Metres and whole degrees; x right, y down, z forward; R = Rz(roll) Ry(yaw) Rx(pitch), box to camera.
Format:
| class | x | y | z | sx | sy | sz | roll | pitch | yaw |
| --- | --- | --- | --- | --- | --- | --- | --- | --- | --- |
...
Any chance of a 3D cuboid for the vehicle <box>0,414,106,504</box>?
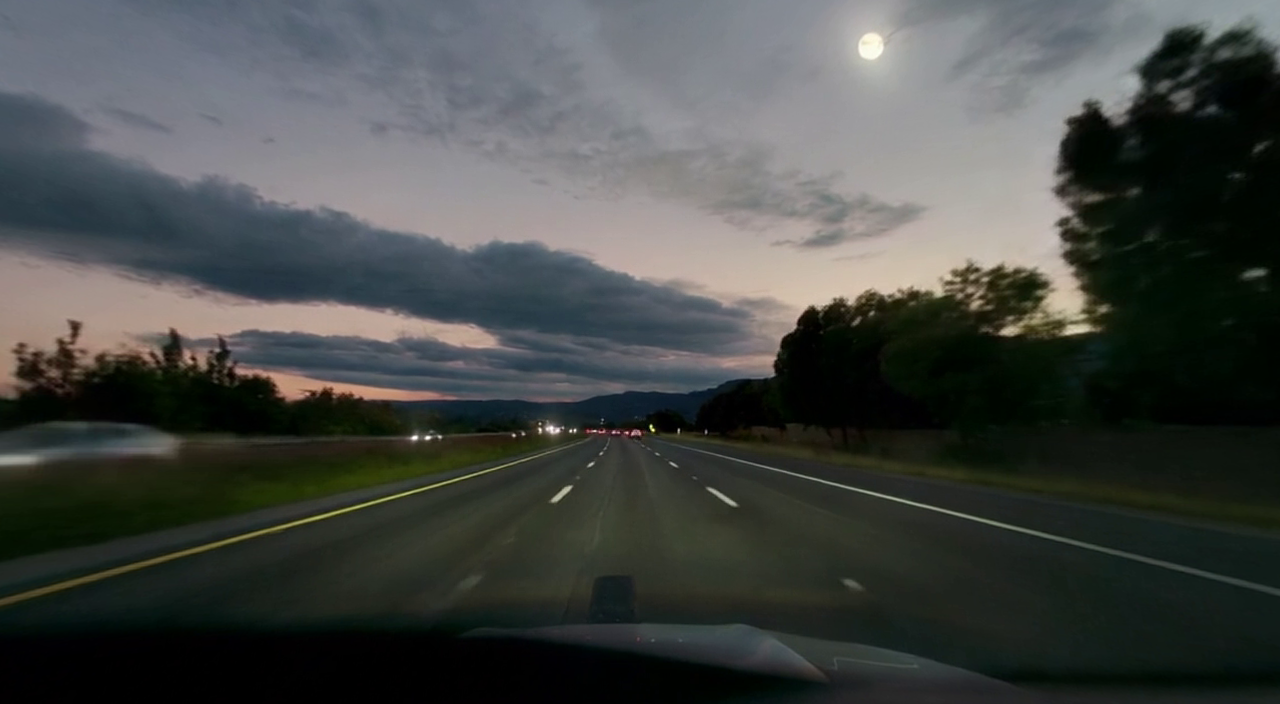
| class | x | y | z | sx | sy | sz | roll | pitch | yaw |
| --- | --- | --- | --- | --- | --- | --- | --- | --- | --- |
| vehicle | -11.483 | 1.767 | 10.401 | 1.814 | 1.477 | 4.133 | 1 | -8 | -2 |
